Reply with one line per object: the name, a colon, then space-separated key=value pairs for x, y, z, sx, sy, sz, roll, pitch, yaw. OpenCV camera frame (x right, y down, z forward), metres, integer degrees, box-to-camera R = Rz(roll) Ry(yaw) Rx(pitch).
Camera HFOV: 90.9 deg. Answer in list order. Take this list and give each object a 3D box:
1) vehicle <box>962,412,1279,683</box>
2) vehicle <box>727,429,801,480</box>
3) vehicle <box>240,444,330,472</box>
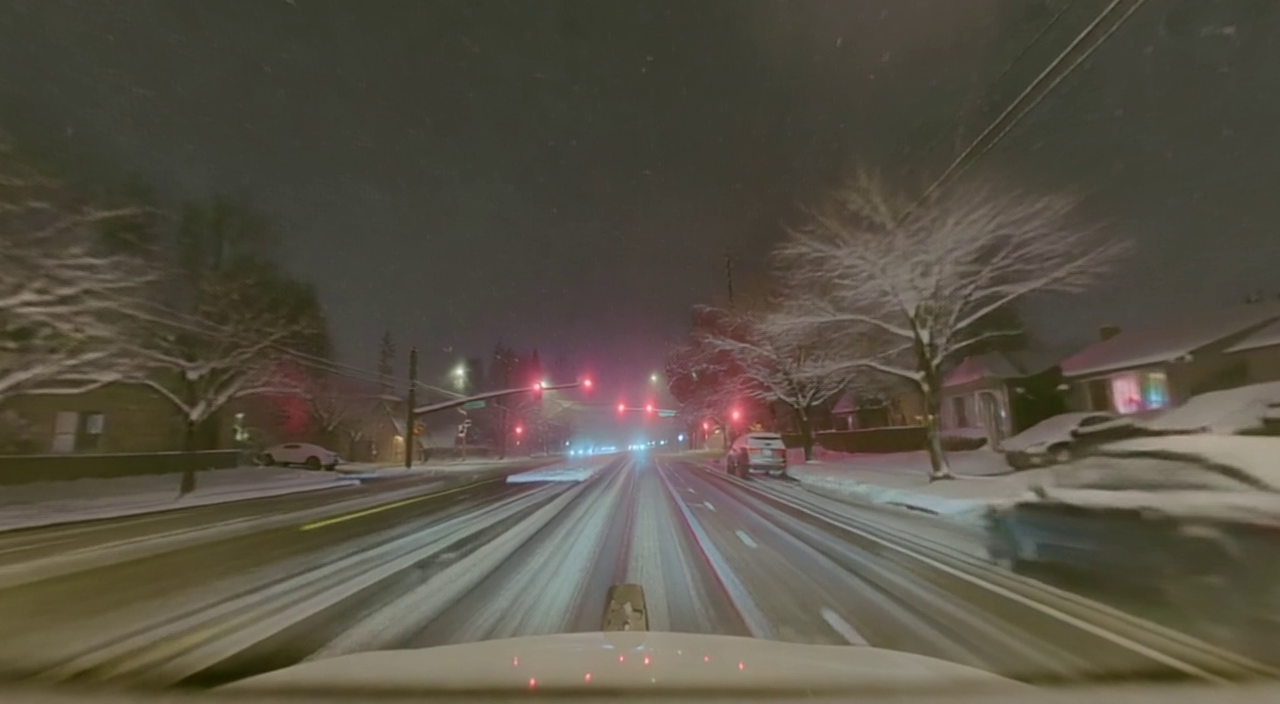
vehicle: x=4.579 y=1.239 z=4.531 sx=2.003 sy=1.481 sz=5.054 roll=0 pitch=-8 yaw=2
vehicle: x=4.882 y=4.107 z=25.468 sx=2.170 sy=1.869 sz=4.594 roll=0 pitch=-8 yaw=2
vehicle: x=-22.000 y=6.569 z=39.214 sx=4.334 sy=1.668 sz=2.069 roll=0 pitch=-8 yaw=1
